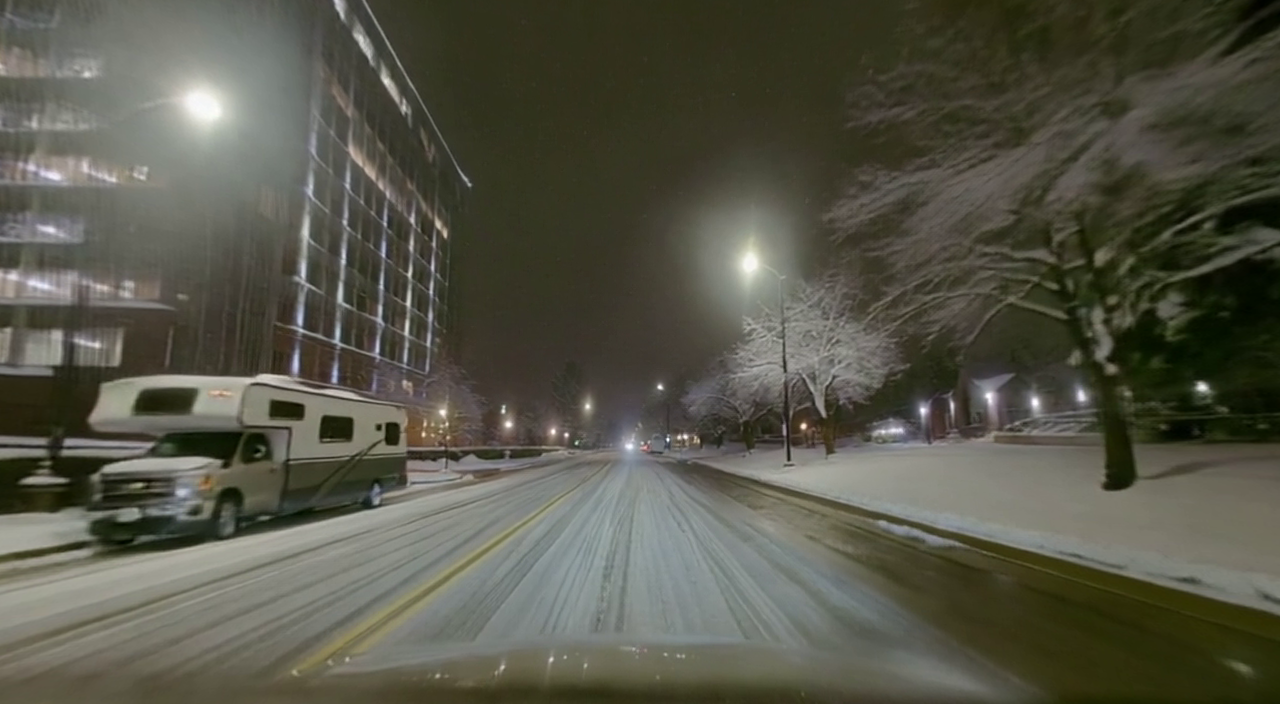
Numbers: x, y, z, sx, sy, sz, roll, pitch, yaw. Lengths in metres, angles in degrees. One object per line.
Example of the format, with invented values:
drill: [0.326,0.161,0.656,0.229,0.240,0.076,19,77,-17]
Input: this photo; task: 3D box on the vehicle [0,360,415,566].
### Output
vehicle: [-7.407,2.019,12.610,3.108,2.771,7.999,0,-7,-2]
